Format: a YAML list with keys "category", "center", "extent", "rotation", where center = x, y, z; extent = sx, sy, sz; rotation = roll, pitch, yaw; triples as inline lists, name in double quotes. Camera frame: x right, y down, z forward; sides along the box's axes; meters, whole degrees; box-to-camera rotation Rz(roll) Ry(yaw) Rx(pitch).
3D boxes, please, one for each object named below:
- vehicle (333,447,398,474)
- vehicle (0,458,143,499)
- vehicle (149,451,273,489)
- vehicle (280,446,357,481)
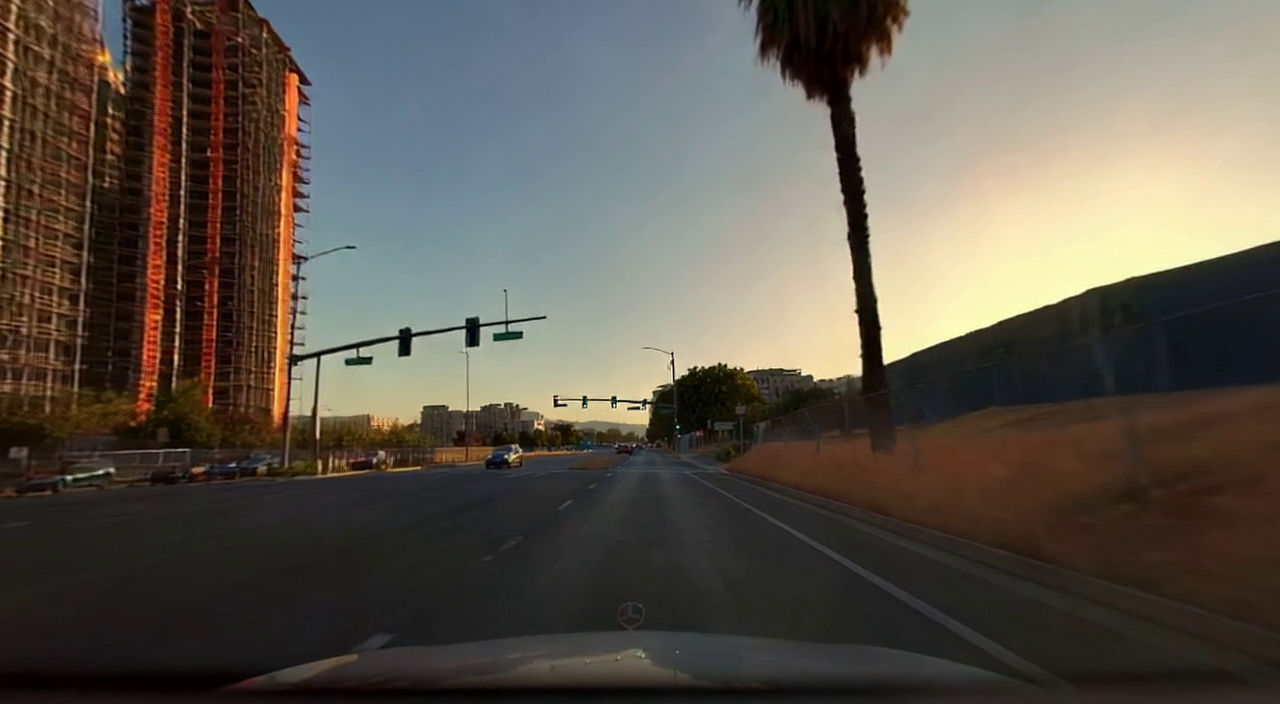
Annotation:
- category: "vehicle"
  center: [-19.354, 7.677, 44.785]
  extent: [2.378, 1.783, 4.912]
  rotation: [0, -9, 0]
- category: "vehicle"
  center: [-24.568, 5.371, 27.077]
  extent: [1.790, 1.484, 4.651]
  rotation: [-7, -11, 40]
- category: "vehicle"
  center: [-21.204, 5.779, 31.377]
  extent: [2.050, 1.686, 4.593]
  rotation: [-4, -9, 25]
- category: "vehicle"
  center: [-19.352, 6.710, 38.225]
  extent: [2.105, 1.805, 4.641]
  rotation: [-3, -8, 2]
